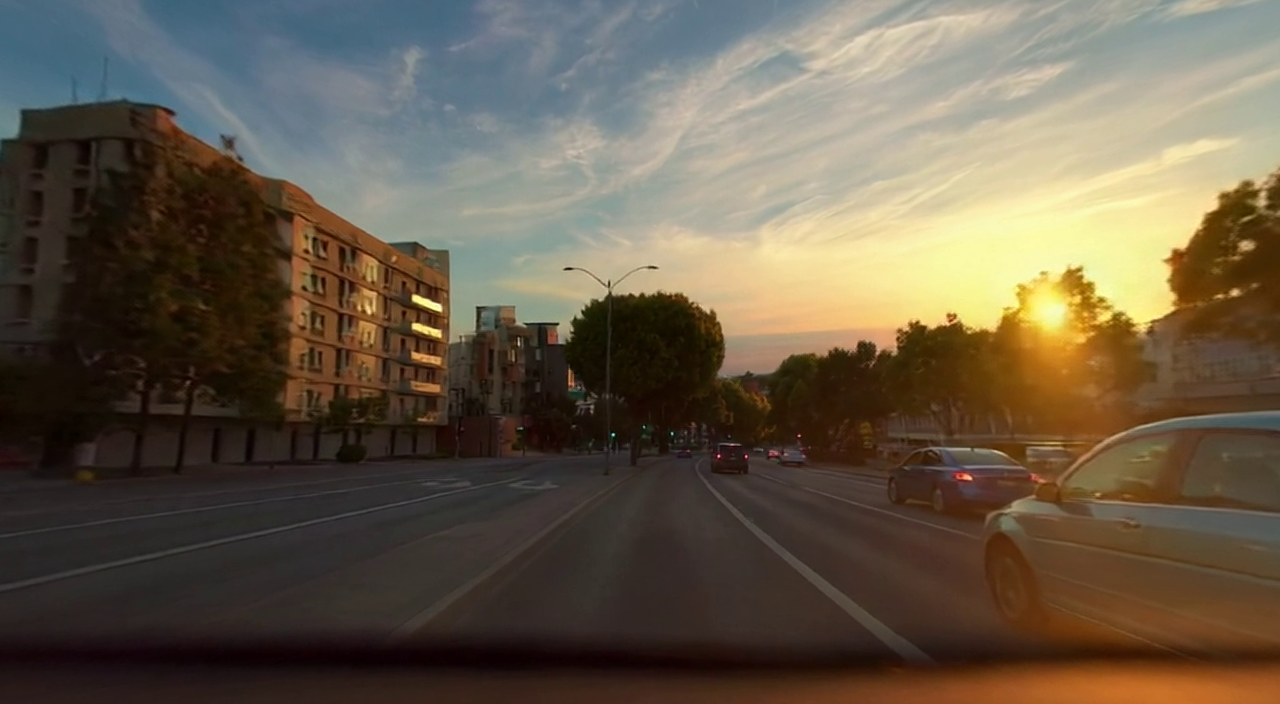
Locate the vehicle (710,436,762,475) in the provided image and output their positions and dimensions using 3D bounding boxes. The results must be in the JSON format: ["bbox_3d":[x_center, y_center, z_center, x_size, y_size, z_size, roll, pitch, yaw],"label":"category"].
[{"bbox_3d":[4.835,5.275,32.347,2.154,1.844,4.634,0,-8,3],"label":"vehicle"}]

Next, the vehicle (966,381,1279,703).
[{"bbox_3d":[3.513,0.998,2.903,1.901,1.634,3.952,0,-8,0],"label":"vehicle"}]
